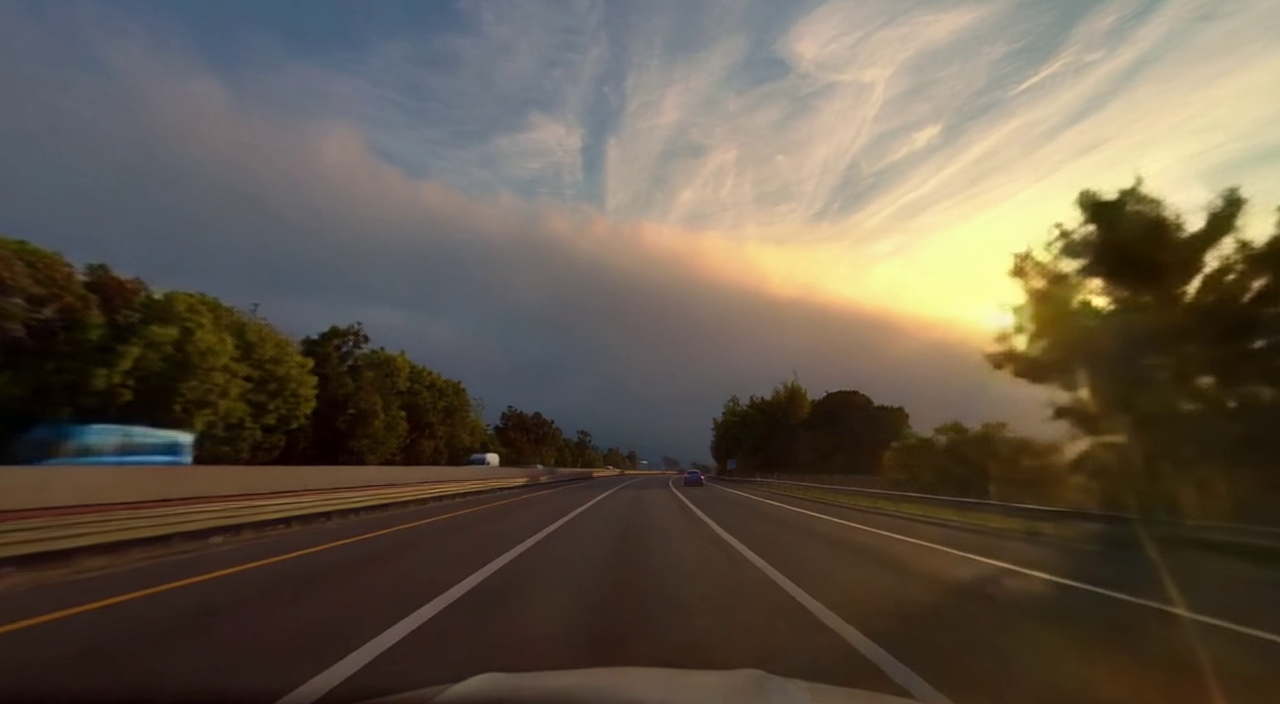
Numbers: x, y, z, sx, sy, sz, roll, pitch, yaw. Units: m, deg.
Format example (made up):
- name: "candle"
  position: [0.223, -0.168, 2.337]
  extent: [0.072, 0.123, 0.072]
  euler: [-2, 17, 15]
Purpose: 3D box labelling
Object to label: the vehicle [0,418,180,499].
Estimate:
- name: "vehicle"
  position: [-20.743, 4.031, 23.682]
  extent: [2.224, 2.607, 5.921]
  euler: [0, -11, 1]
